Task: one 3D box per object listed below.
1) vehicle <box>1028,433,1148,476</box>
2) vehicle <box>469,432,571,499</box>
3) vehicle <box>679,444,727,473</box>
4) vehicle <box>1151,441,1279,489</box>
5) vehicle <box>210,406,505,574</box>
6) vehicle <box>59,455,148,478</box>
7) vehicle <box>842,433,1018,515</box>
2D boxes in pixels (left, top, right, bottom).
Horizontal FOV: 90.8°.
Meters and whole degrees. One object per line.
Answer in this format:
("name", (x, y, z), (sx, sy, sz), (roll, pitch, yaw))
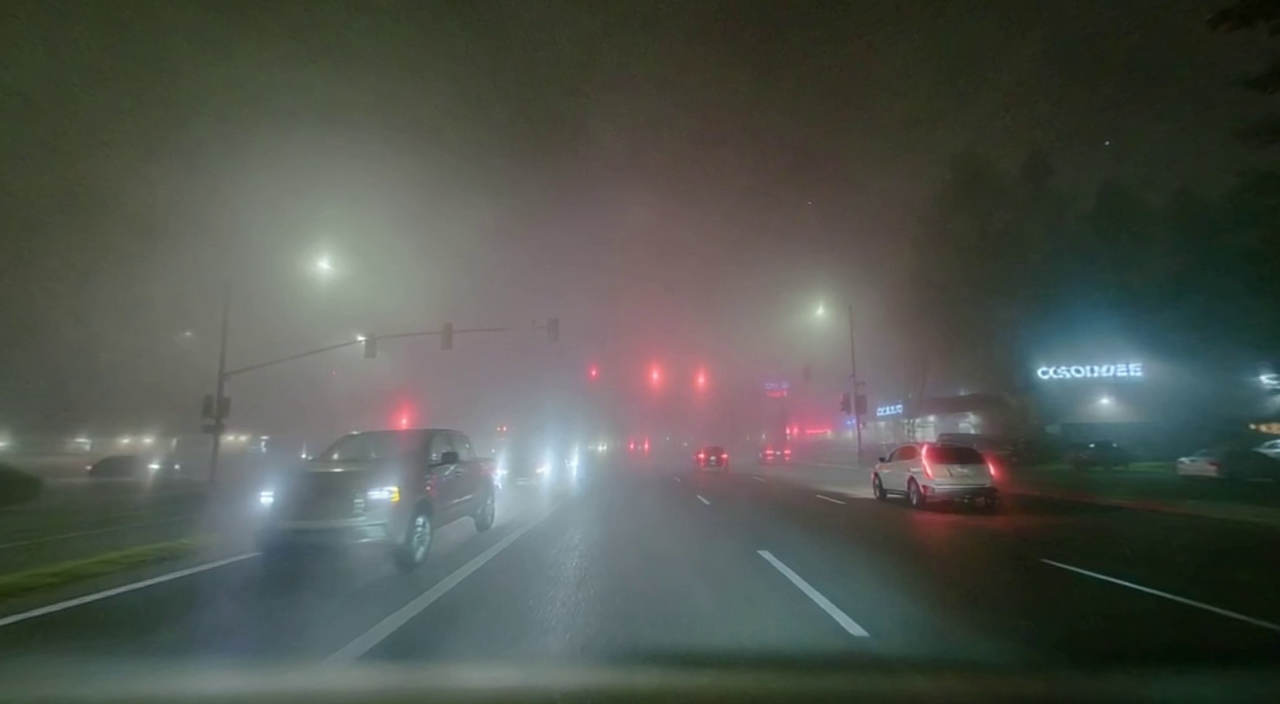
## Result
("vehicle", (19.396, 4.388, 27.325), (4.688, 1.713, 2.308), (5, -10, -29))
("vehicle", (-3.384, 3.313, 18.837), (2.118, 1.721, 4.464), (0, -8, 1))
("vehicle", (3.389, 5.775, 34.579), (2.099, 1.463, 4.365), (0, -8, -1))
("vehicle", (19.354, 3.698, 21.035), (4.230, 1.441, 1.935), (4, -9, -26))
("vehicle", (-3.569, 1.840, 9.235), (2.189, 1.808, 4.563), (0, -8, 0))
("vehicle", (-35.991, 7.678, 42.445), (4.178, 1.449, 1.875), (0, -8, -3))
("vehicle", (6.706, 2.845, 15.317), (2.002, 1.651, 4.647), (0, -8, 0))
